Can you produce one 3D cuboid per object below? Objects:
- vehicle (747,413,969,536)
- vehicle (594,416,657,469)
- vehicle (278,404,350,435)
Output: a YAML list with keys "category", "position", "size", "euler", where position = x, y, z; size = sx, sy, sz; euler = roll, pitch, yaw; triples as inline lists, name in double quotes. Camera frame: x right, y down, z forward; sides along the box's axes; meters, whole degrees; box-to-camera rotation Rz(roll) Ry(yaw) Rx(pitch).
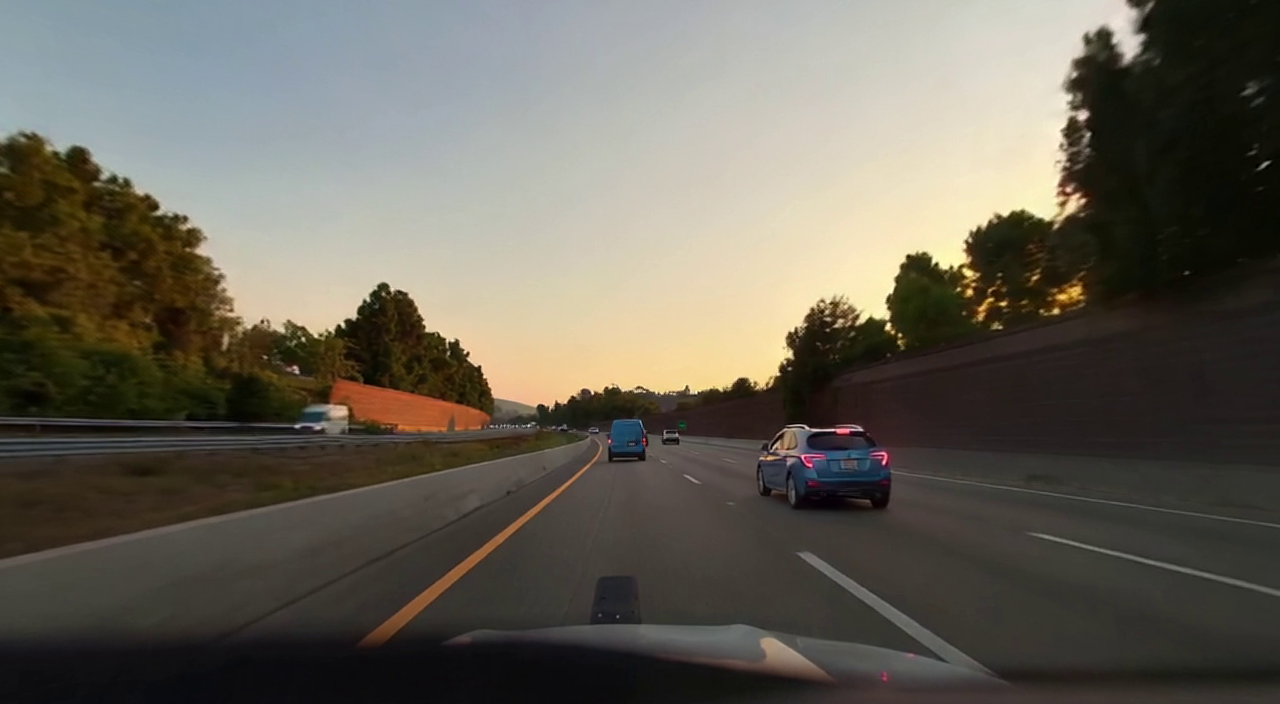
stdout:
- category: "vehicle"
  position: [3.243, 1.899, 10.407]
  size: [2.078, 1.600, 4.012]
  euler: [0, -8, -2]
- category: "vehicle"
  position: [-0.602, 3.775, 26.360]
  size: [2.403, 1.994, 4.683]
  euler: [0, -8, -1]
- category: "vehicle"
  position: [-22.831, 4.831, 44.474]
  size: [2.272, 1.959, 5.410]
  euler: [0, -8, -2]
